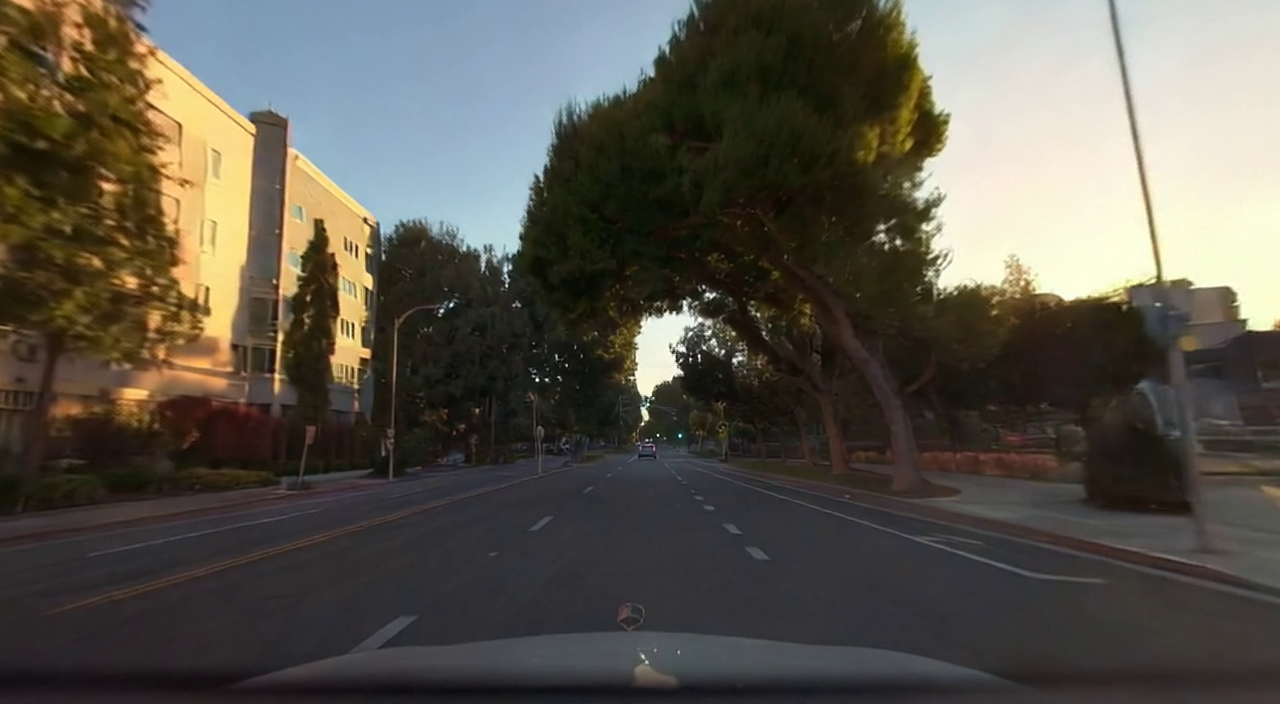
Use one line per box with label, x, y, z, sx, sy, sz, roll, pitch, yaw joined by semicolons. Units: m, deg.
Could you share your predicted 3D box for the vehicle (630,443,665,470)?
vehicle;0.491;6.841;41.445;2.200;1.653;4.127;0;-8;1
